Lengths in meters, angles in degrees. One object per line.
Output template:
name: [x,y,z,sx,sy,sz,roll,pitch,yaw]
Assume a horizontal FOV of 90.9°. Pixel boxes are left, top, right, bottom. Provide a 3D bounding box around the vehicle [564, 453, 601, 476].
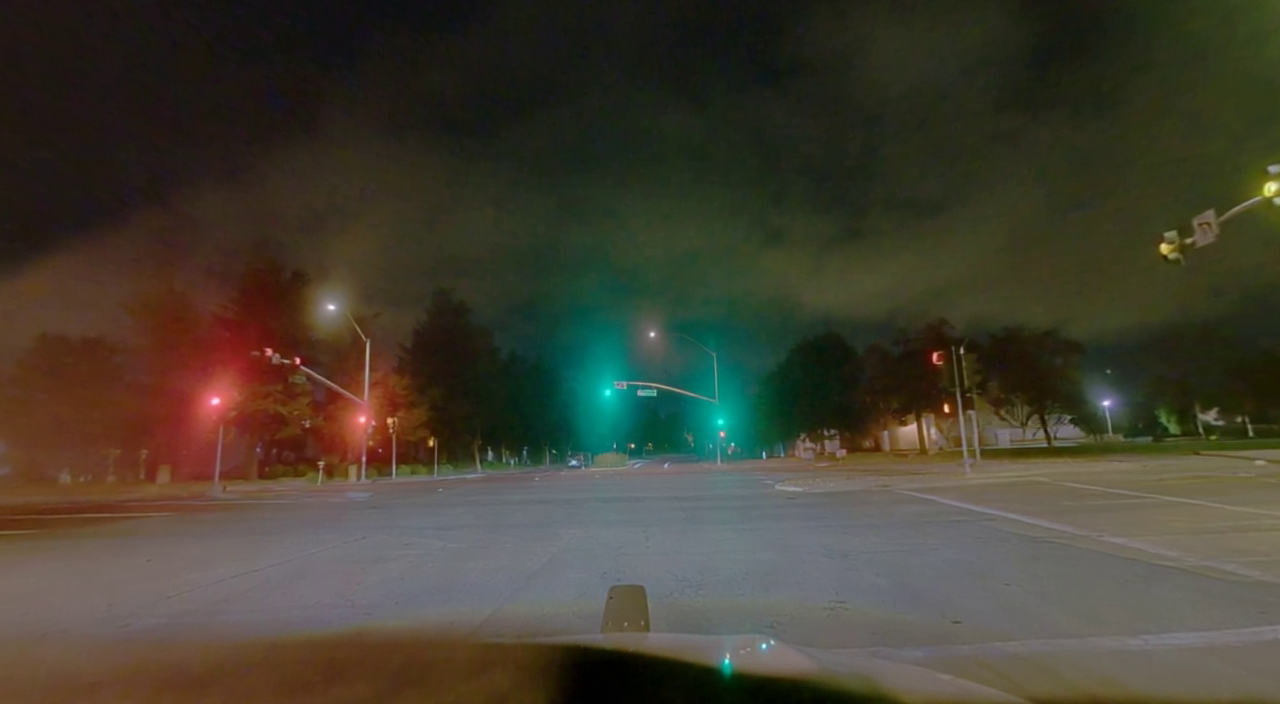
vehicle: [-4.474,8.844,49.823,2.030,1.704,4.205,-1,-8,7]
